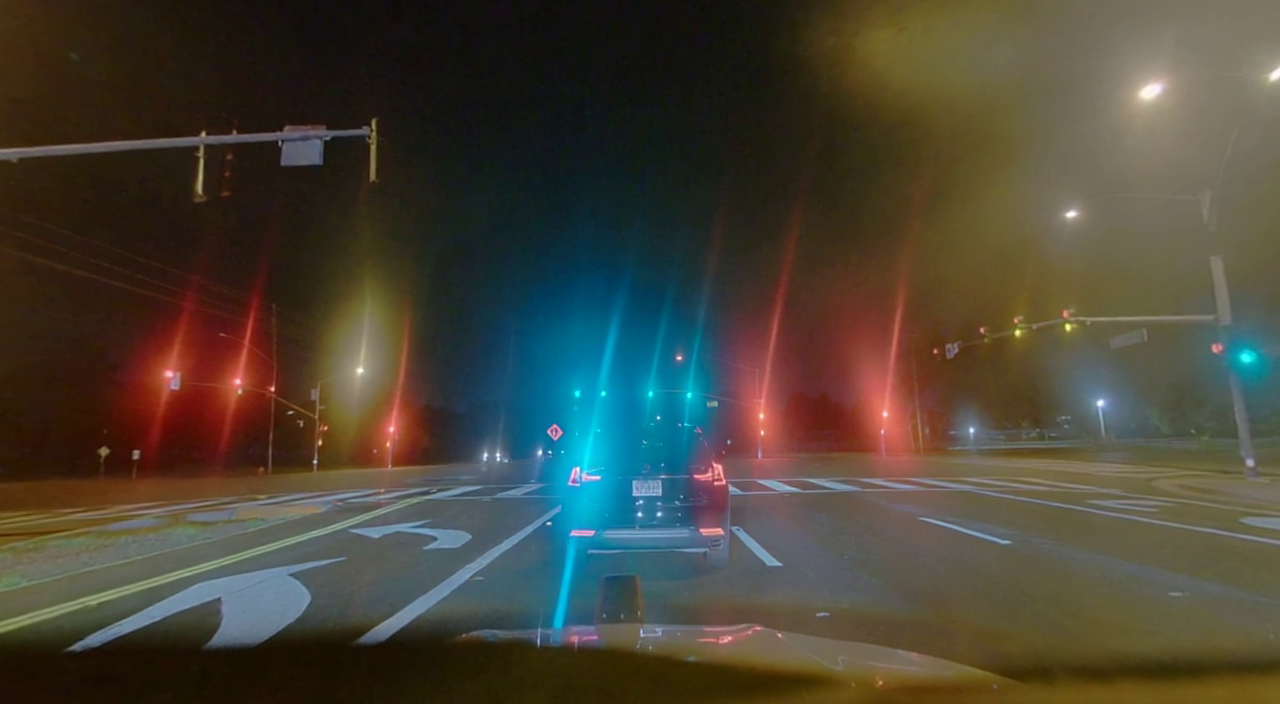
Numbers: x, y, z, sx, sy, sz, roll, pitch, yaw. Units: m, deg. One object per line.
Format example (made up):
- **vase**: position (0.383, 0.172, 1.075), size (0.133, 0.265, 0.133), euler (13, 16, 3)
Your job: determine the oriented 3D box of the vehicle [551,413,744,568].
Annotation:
- **vehicle**: position (0.041, 1.755, 8.706), size (2.027, 1.626, 3.942), euler (0, -8, -1)
